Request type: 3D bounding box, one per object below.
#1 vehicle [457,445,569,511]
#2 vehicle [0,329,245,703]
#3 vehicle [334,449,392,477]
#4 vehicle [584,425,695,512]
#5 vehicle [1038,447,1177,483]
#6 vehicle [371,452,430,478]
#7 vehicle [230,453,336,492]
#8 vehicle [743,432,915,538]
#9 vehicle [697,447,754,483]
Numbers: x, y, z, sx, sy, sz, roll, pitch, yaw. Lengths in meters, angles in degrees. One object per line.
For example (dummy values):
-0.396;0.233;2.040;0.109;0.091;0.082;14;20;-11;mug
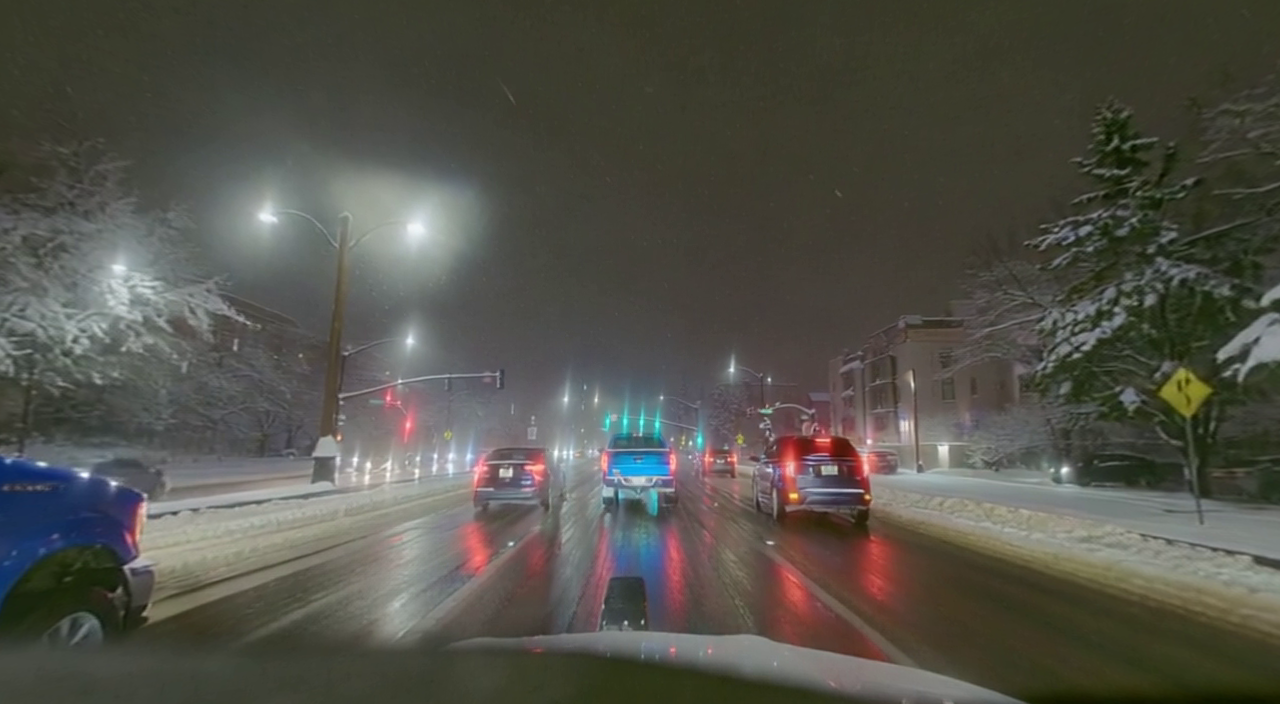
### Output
-3.152;3.203;16.638;1.986;1.465;4.509;0;-8;1;vehicle
-3.502;0.668;1.547;1.994;1.759;4.709;0;-8;0;vehicle
-19.139;7.666;43.784;1.982;1.728;4.696;0;-8;-1;vehicle
-0.017;2.986;16.718;2.493;1.934;4.957;0;-8;0;vehicle
22.252;5.361;30.301;2.003;1.515;4.939;3;-9;-21;vehicle
-15.248;7.202;40.392;1.932;1.449;4.545;0;-8;1;vehicle
-15.273;5.136;27.289;1.924;1.450;4.524;0;-8;0;vehicle
3.296;2.387;11.964;1.955;1.628;4.152;0;-8;0;vehicle
3.845;5.175;29.115;1.968;1.472;4.456;0;-8;0;vehicle
